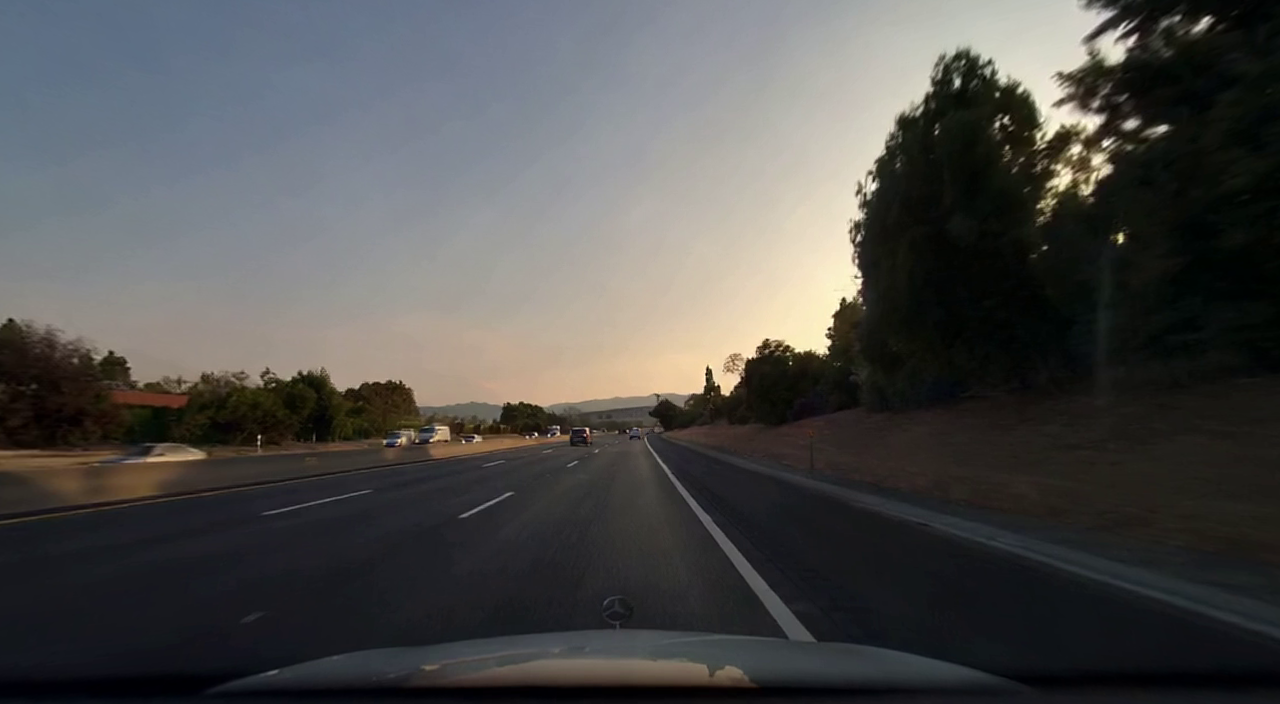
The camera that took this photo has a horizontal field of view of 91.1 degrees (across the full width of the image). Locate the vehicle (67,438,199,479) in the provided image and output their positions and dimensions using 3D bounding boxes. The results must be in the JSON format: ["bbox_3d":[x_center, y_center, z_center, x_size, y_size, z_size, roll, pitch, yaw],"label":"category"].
[{"bbox_3d":[-20.159,4.219,25.245,1.805,1.474,4.175,0,-8,0],"label":"vehicle"}]

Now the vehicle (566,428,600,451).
[{"bbox_3d":[-4.325,6.663,48.100,2.152,1.679,4.442,0,-8,0],"label":"vehicle"}]
